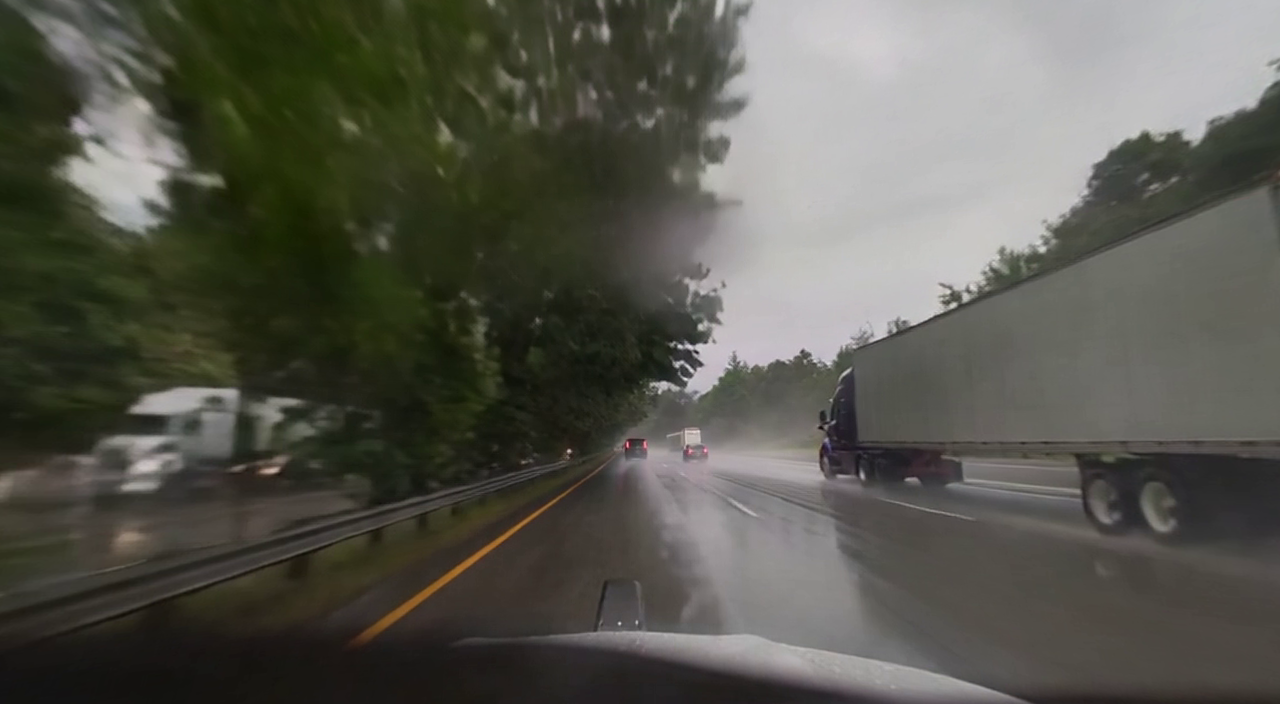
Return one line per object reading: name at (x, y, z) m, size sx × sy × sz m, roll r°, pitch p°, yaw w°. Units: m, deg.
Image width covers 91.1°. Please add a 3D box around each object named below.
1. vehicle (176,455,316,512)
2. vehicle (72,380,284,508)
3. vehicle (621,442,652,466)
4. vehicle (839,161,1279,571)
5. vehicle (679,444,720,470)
vehicle at (-12.338, 4.093, 20.025) m, size 1.862 × 1.549 × 3.996 m, roll 0°, pitch -9°, yaw 0°
vehicle at (-16.666, 3.418, 23.422) m, size 2.998 × 4.091 × 6.130 m, roll 0°, pitch -9°, yaw 0°
vehicle at (-0.265, 7.497, 46.337) m, size 2.114 × 1.706 × 4.106 m, roll 0°, pitch -9°, yaw 0°
vehicle at (7.818, 1.026, 12.106) m, size 3.044 × 4.073 × 14.016 m, roll 0°, pitch -9°, yaw -1°
vehicle at (3.627, 6.502, 39.112) m, size 2.025 × 1.534 × 4.179 m, roll 0°, pitch -9°, yaw -1°
